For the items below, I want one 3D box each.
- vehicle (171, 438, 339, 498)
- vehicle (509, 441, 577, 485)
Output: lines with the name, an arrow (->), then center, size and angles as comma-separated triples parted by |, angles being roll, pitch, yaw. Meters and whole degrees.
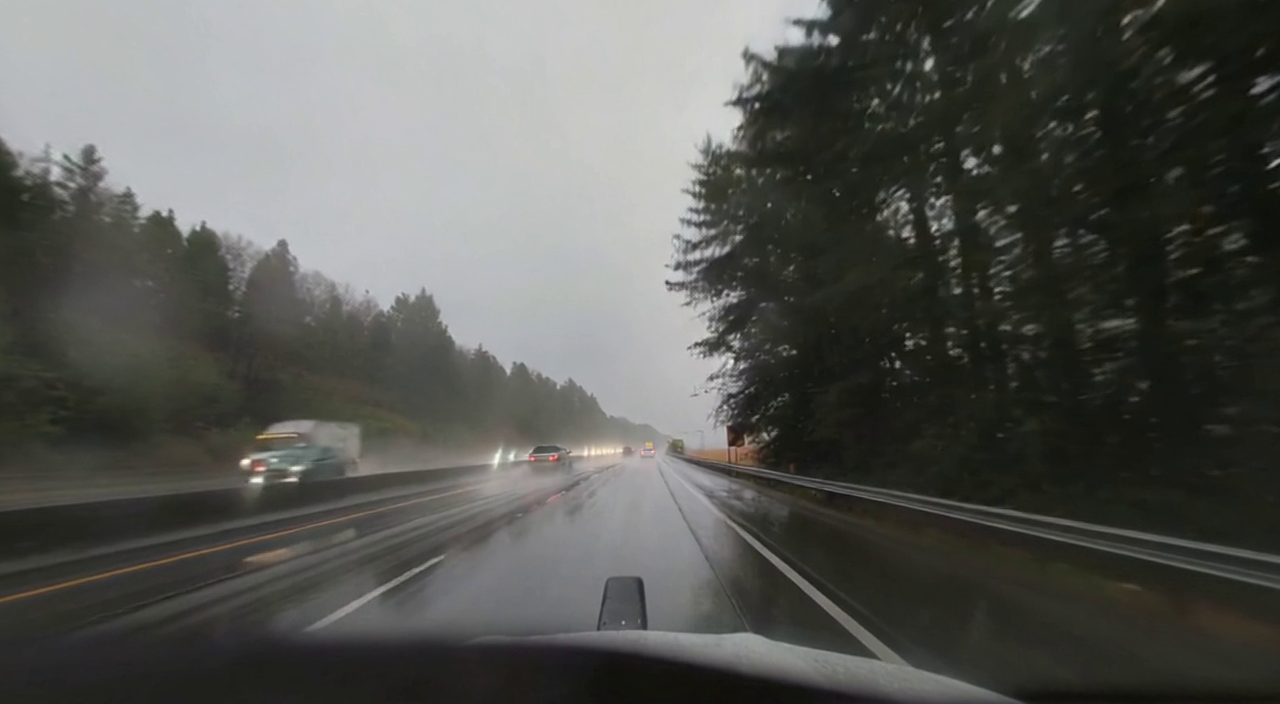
vehicle -> -12.877, 3.920, 21.664 | 2.276, 1.778, 5.392 | -1, -9, 1
vehicle -> -3.953, 4.621, 26.505 | 2.095, 1.664, 4.305 | 0, -9, 1
